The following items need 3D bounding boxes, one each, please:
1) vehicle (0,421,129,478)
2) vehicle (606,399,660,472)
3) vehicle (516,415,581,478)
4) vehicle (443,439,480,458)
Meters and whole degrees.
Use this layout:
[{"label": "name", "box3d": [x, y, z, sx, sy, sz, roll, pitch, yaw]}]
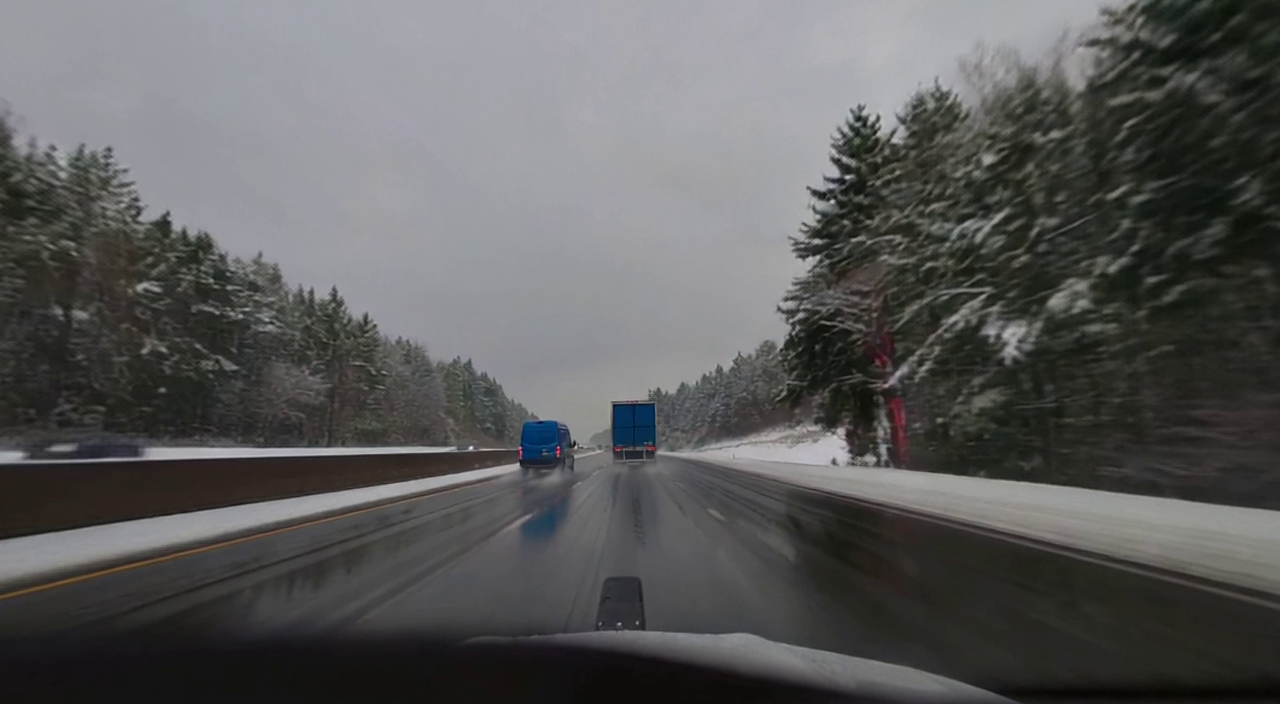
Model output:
[{"label": "vehicle", "box3d": [-17.300, 2.828, 18.319, 1.757, 1.478, 3.711, 0, -9, 0]}, {"label": "vehicle", "box3d": [-0.465, 5.425, 40.261, 2.995, 4.036, 10.311, 0, -9, -1]}, {"label": "vehicle", "box3d": [-4.407, 4.704, 31.417, 2.357, 2.786, 6.144, 0, -9, -1]}, {"label": "vehicle", "box3d": [-13.980, 7.615, 49.672, 1.766, 1.459, 3.806, 0, -9, 0]}]
